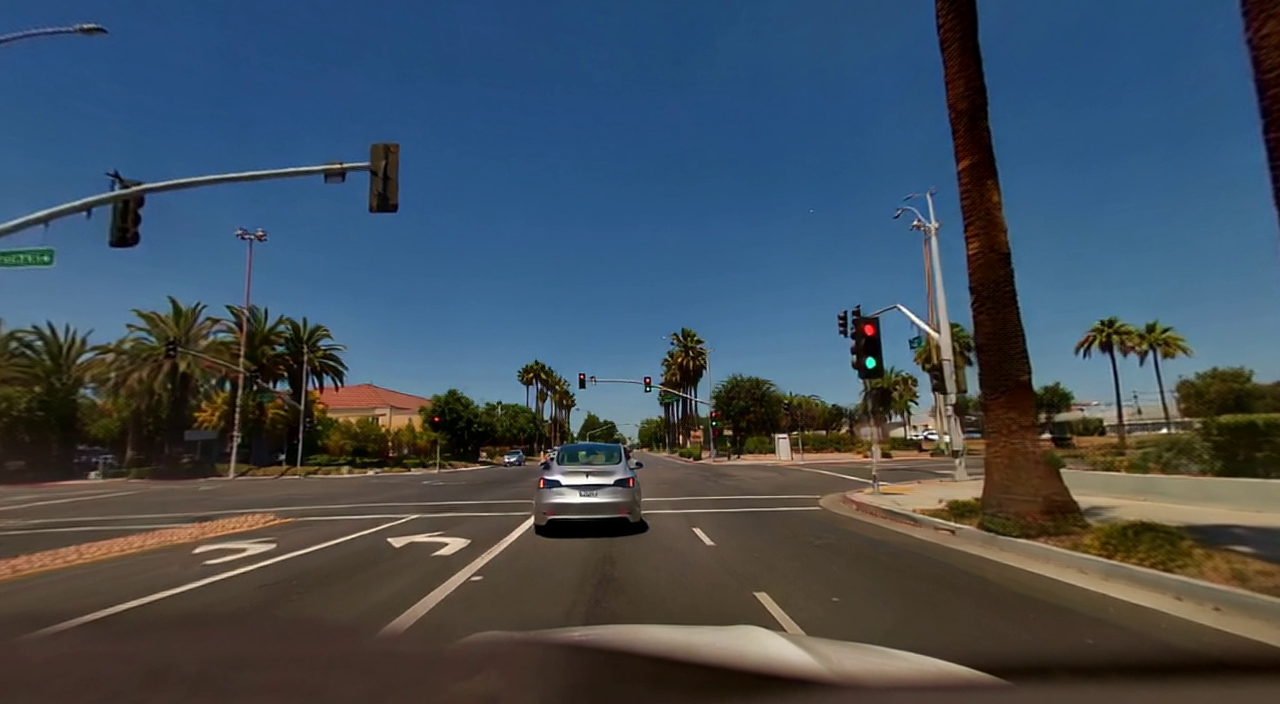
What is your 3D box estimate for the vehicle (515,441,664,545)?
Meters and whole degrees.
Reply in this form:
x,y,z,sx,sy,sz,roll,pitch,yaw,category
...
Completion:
x,y,z,sx,sy,sz,roll,pitch,yaw,category
-0.791,2.363,11.354,2.152,1.478,4.229,0,-8,-2,vehicle
